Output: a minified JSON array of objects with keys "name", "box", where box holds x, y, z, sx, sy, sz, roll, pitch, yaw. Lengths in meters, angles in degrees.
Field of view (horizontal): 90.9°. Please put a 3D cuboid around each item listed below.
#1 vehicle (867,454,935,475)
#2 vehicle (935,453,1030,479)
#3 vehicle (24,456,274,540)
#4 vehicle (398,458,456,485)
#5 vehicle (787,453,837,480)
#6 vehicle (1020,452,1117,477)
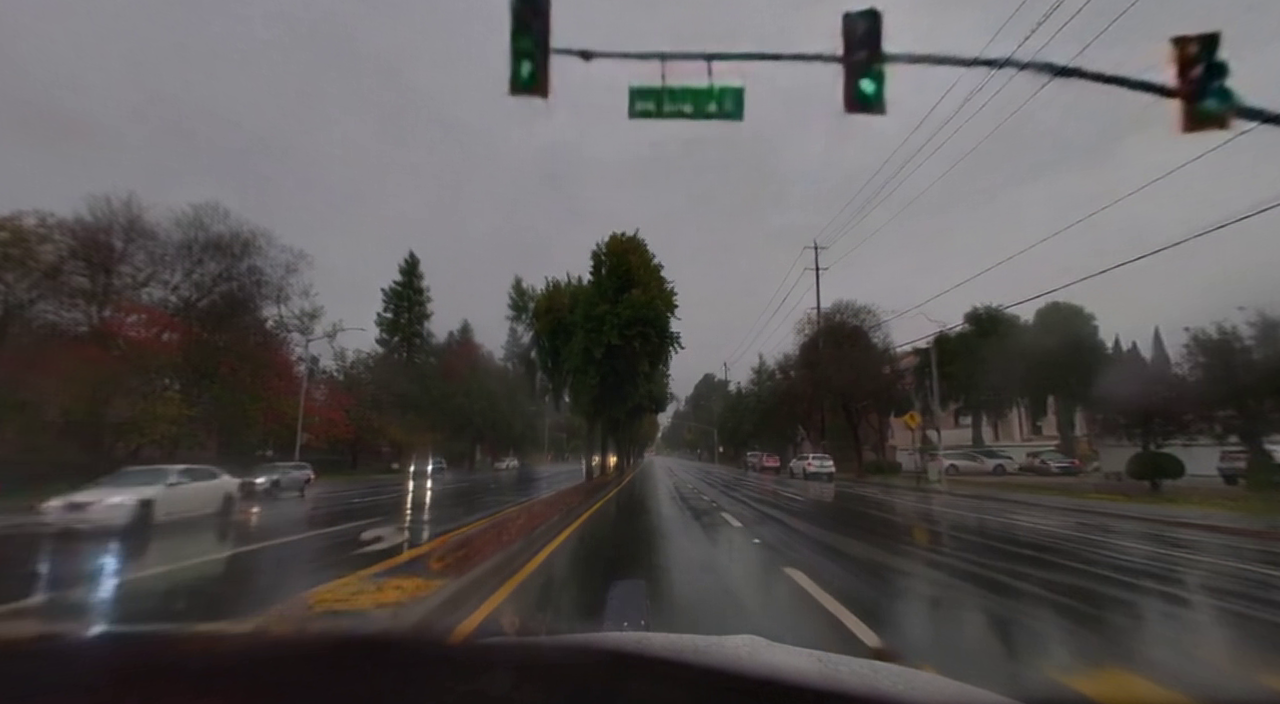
[{"name":"vehicle","box":[20.117,8.698,48.837,4.643,1.520,1.894,-3,-9,18]},{"name":"vehicle","box":[20.823,6.941,38.416,4.664,1.504,1.816,0,-9,2]},{"name":"vehicle","box":[-10.458,3.084,14.002,1.899,1.464,4.418,0,-8,2]},{"name":"vehicle","box":[-13.591,7.640,40.502,2.047,1.467,4.611,0,-8,1]},{"name":"vehicle","box":[12.309,8.212,45.414,2.182,1.768,4.904,0,-8,0]},{"name":"vehicle","box":[25.667,6.752,37.887,4.368,1.394,1.983,1,-10,0]}]
